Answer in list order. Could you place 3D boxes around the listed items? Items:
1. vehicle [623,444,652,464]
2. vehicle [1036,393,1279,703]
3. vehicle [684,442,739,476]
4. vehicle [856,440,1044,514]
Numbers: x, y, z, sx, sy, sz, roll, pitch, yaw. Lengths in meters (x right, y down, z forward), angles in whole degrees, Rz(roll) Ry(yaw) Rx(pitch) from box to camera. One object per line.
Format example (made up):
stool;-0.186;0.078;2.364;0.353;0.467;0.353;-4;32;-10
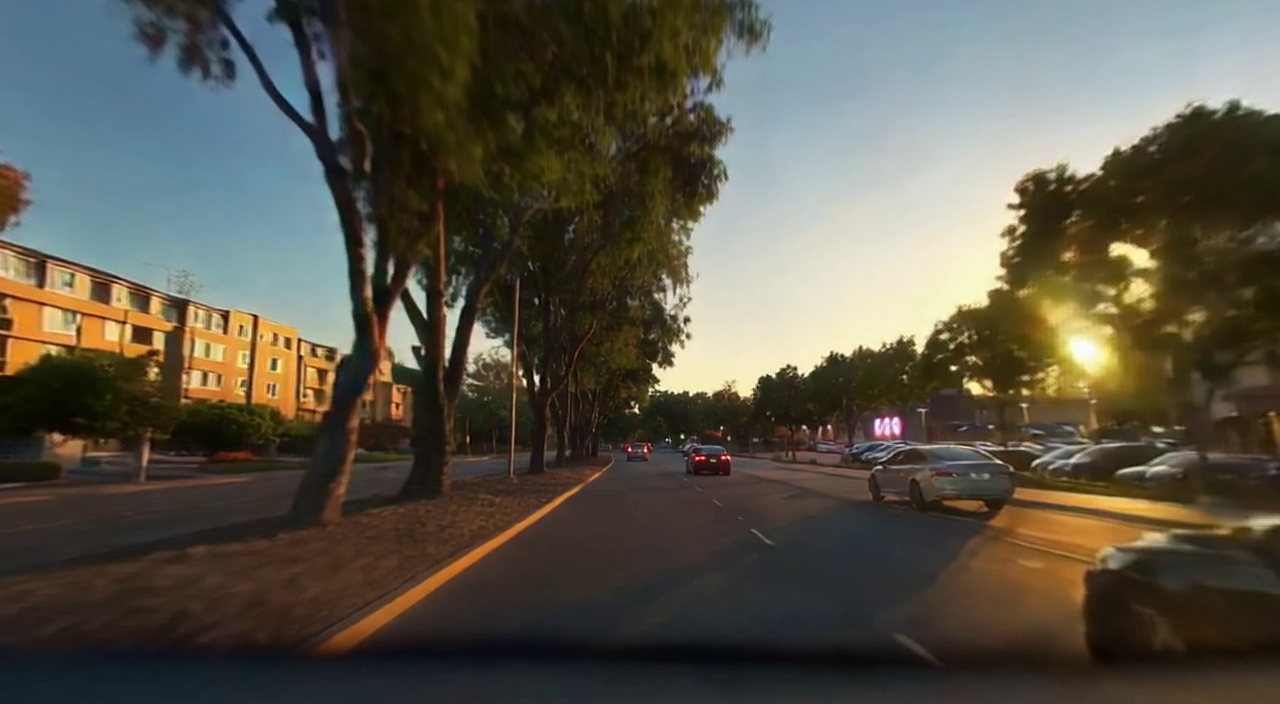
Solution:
vehicle;-0.246;7.739;48.129;2.095;1.456;3.873;0;-9;-1
vehicle;3.389;0.801;1.648;2.034;1.496;4.040;0;-9;-1
vehicle;3.388;5.164;30.780;1.953;1.514;4.672;0;-9;-2
vehicle;7.207;2.933;15.410;2.098;1.507;4.655;0;-9;-2
